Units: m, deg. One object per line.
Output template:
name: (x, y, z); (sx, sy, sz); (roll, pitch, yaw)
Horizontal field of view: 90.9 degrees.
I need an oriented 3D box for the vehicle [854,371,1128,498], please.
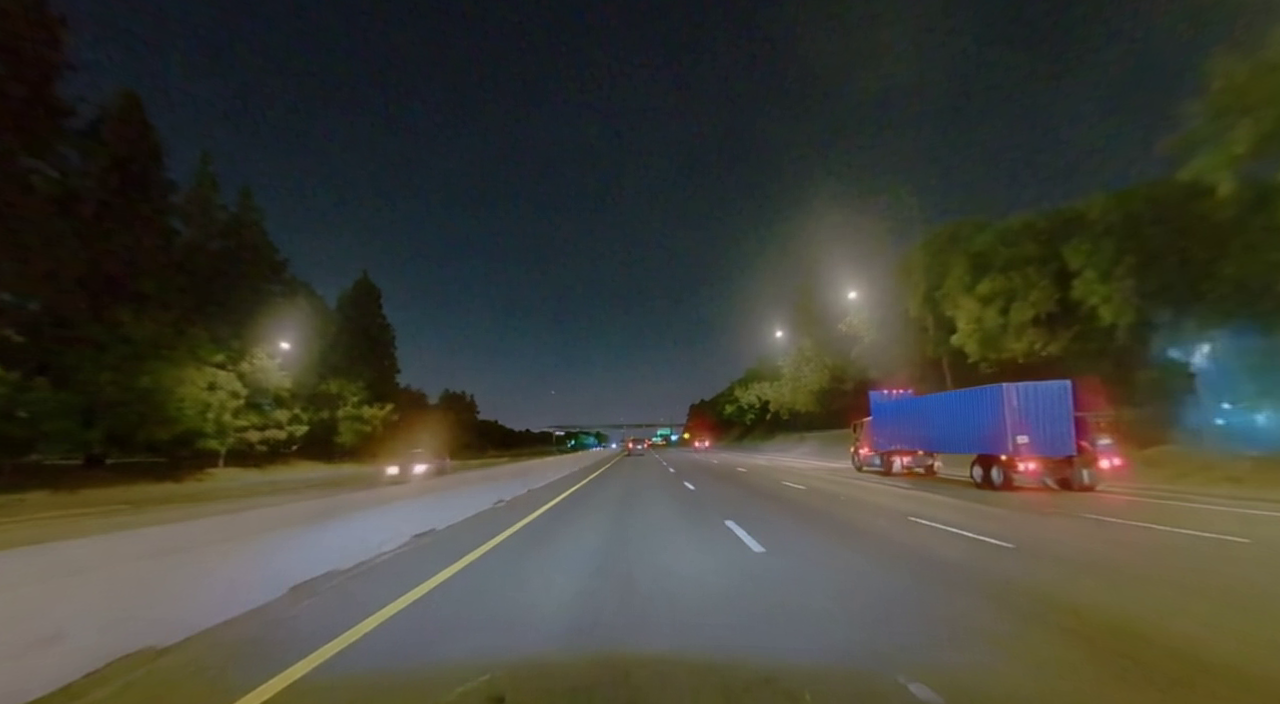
vehicle: (10.773, 2.879, 21.550); (2.960, 3.207, 10.950); (0, -8, -1)
